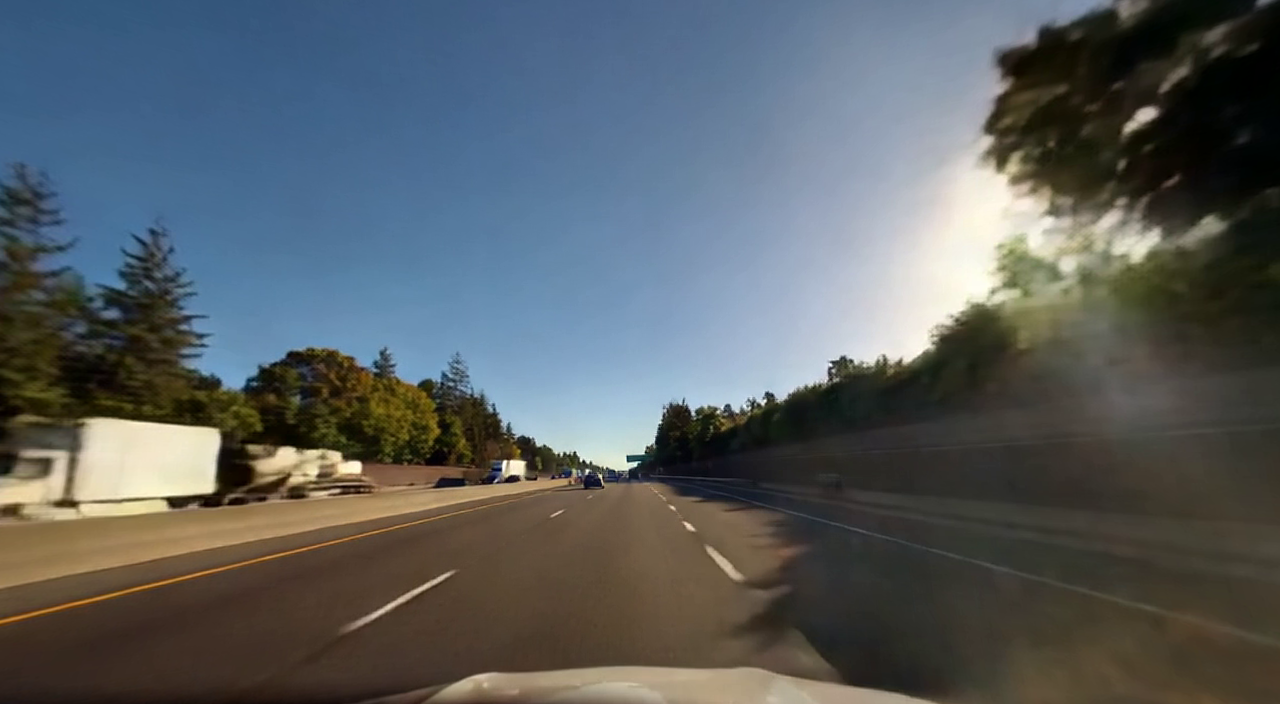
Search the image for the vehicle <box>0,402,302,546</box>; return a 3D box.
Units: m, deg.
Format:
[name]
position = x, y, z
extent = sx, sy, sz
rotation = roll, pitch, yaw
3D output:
[vehicle]
position = -17.188, 4.302, 22.662
extent = 3.031, 3.715, 12.365
rotation = 1, -11, 0
